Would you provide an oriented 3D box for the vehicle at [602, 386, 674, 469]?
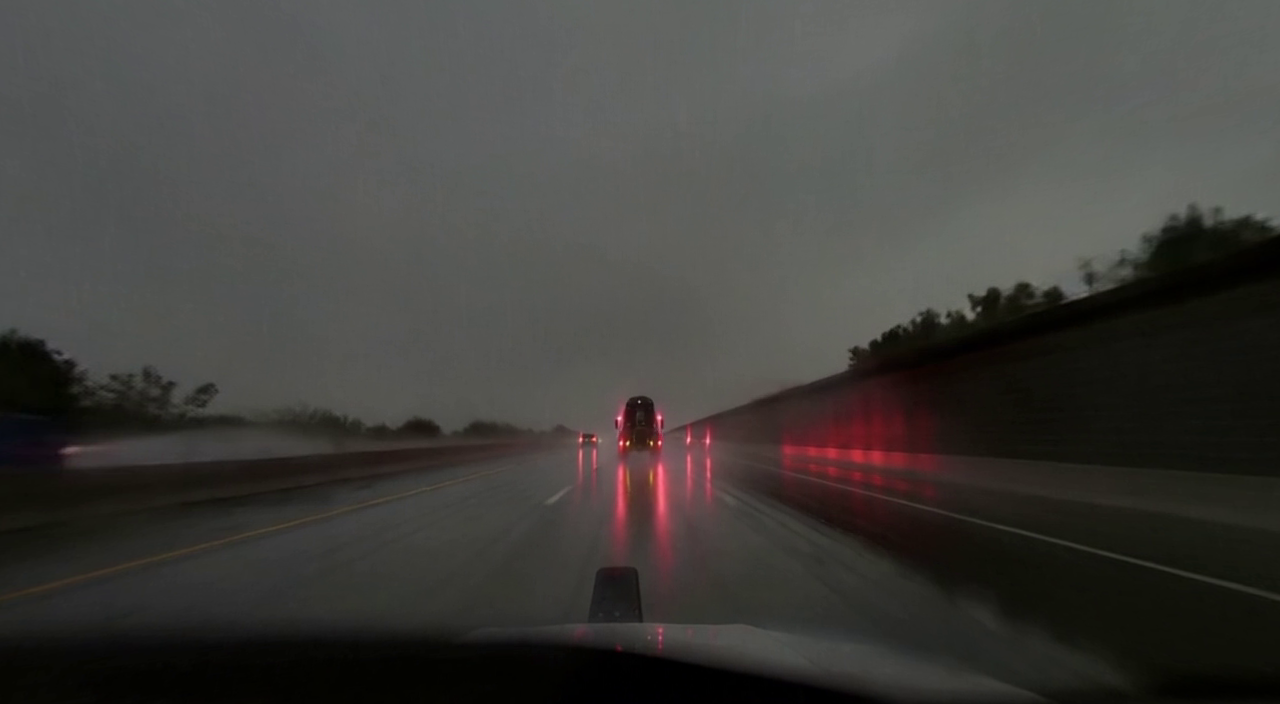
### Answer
[{"bbox_3d":[-0.268,3.991,32.604,2.953,3.406,13.372,0,-7,-2],"label":"vehicle"}]

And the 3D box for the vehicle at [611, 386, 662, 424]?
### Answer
[{"bbox_3d":[-0.180,2.425,28.040,2.112,1.472,4.240,0,-8,-1],"label":"vehicle"}]

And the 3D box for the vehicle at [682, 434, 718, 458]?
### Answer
[{"bbox_3d":[3.886,6.183,41.652,1.910,1.492,4.324,0,-8,-1],"label":"vehicle"}]
